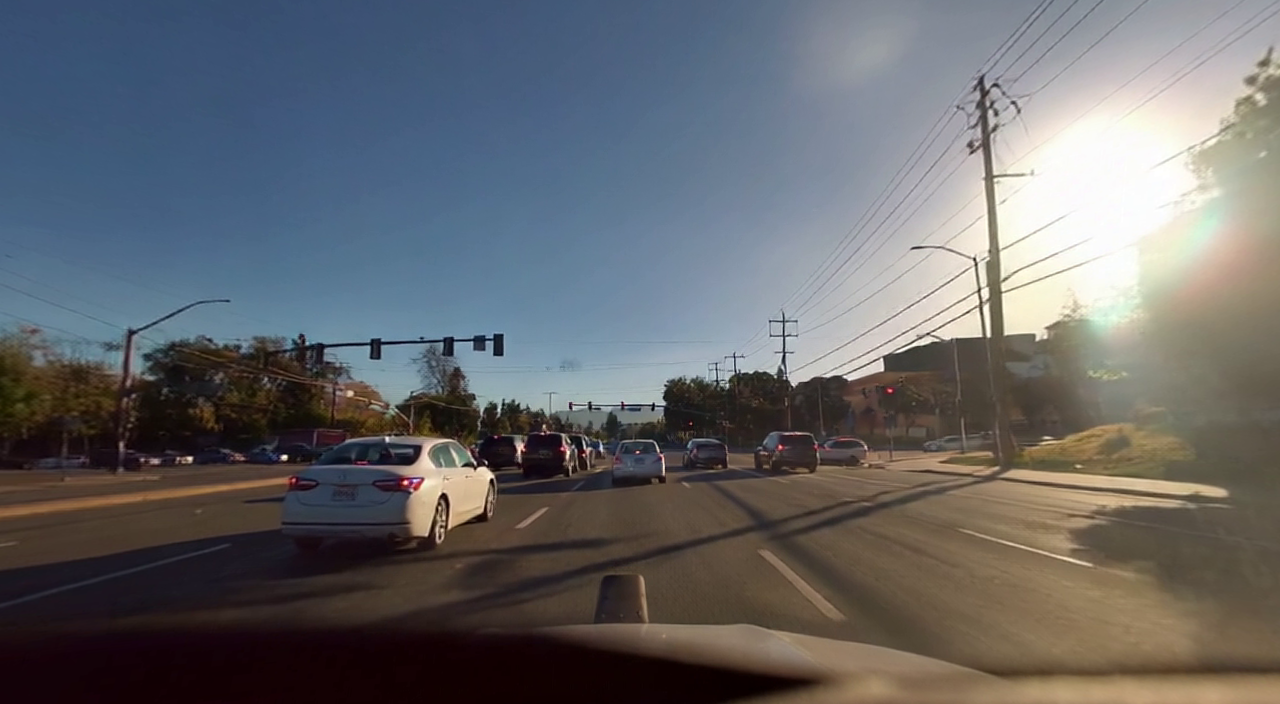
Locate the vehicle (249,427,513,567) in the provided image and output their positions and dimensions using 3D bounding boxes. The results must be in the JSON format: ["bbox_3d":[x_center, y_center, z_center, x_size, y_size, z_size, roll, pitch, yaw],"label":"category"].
[{"bbox_3d":[-3.191,1.864,8.909,1.837,1.463,4.311,0,-8,1],"label":"vehicle"}]

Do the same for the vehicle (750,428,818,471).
[{"bbox_3d":[7.226,4.974,32.426,2.156,1.982,5.358,0,-8,-1],"label":"vehicle"}]

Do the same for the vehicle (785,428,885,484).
[{"bbox_3d":[6.459,3.496,21.470,1.945,1.706,4.190,0,-8,-2],"label":"vehicle"}]

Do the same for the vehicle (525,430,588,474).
[{"bbox_3d":[-3.417,4.195,26.646,2.033,1.714,4.278,0,-8,0],"label":"vehicle"}]

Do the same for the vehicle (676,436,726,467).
[{"bbox_3d":[3.094,5.158,32.910,1.987,1.515,4.521,0,-8,-2],"label":"vehicle"}]

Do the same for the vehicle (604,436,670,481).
[{"bbox_3d":[-0.130,3.686,22.160,2.098,1.431,3.958,0,-8,-1],"label":"vehicle"}]
